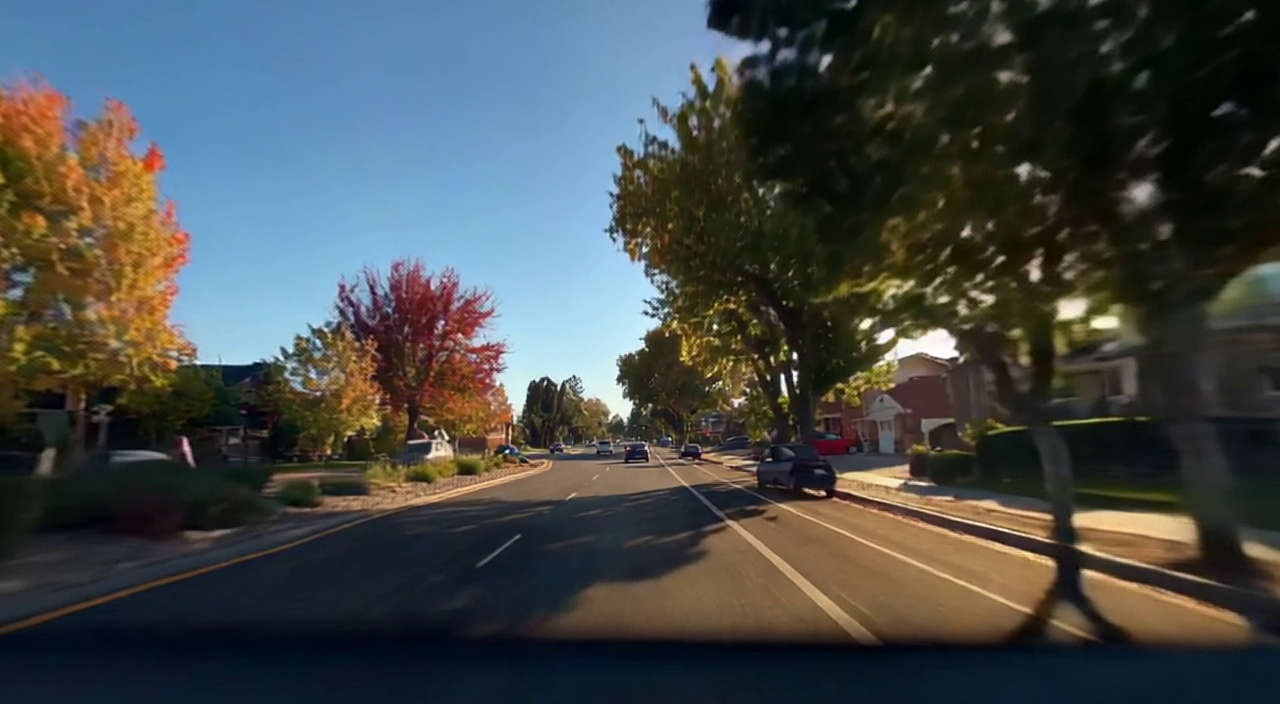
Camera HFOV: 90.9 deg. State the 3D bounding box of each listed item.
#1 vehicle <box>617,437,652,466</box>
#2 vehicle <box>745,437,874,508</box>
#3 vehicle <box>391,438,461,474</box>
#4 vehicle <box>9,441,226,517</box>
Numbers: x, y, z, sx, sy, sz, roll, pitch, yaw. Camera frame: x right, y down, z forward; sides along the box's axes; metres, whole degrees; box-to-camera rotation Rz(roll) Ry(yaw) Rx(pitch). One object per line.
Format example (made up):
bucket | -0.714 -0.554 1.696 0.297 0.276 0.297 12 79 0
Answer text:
vehicle | -0.368 6.056 38.395 2.024 1.655 4.301 0 -8 -1
vehicle | 4.107 2.975 16.093 2.045 1.517 4.394 0 -8 0
vehicle | -11.058 5.392 32.915 2.007 1.689 4.541 -1 -8 0
vehicle | -14.360 3.448 17.848 2.035 1.683 4.898 -4 -8 0
